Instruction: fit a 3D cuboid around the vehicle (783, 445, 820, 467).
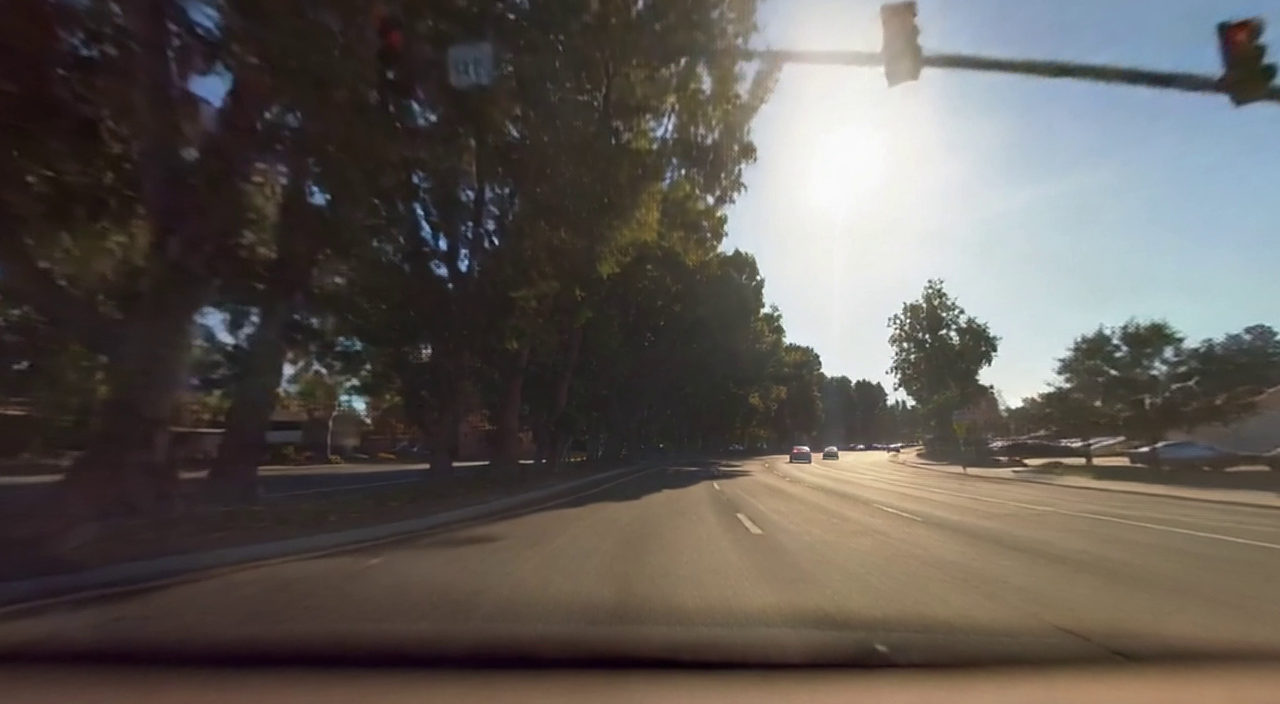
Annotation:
[{"bbox_3d":[11.191,7.198,43.998,1.988,1.460,3.996,-2,-9,8],"label":"vehicle"}]
